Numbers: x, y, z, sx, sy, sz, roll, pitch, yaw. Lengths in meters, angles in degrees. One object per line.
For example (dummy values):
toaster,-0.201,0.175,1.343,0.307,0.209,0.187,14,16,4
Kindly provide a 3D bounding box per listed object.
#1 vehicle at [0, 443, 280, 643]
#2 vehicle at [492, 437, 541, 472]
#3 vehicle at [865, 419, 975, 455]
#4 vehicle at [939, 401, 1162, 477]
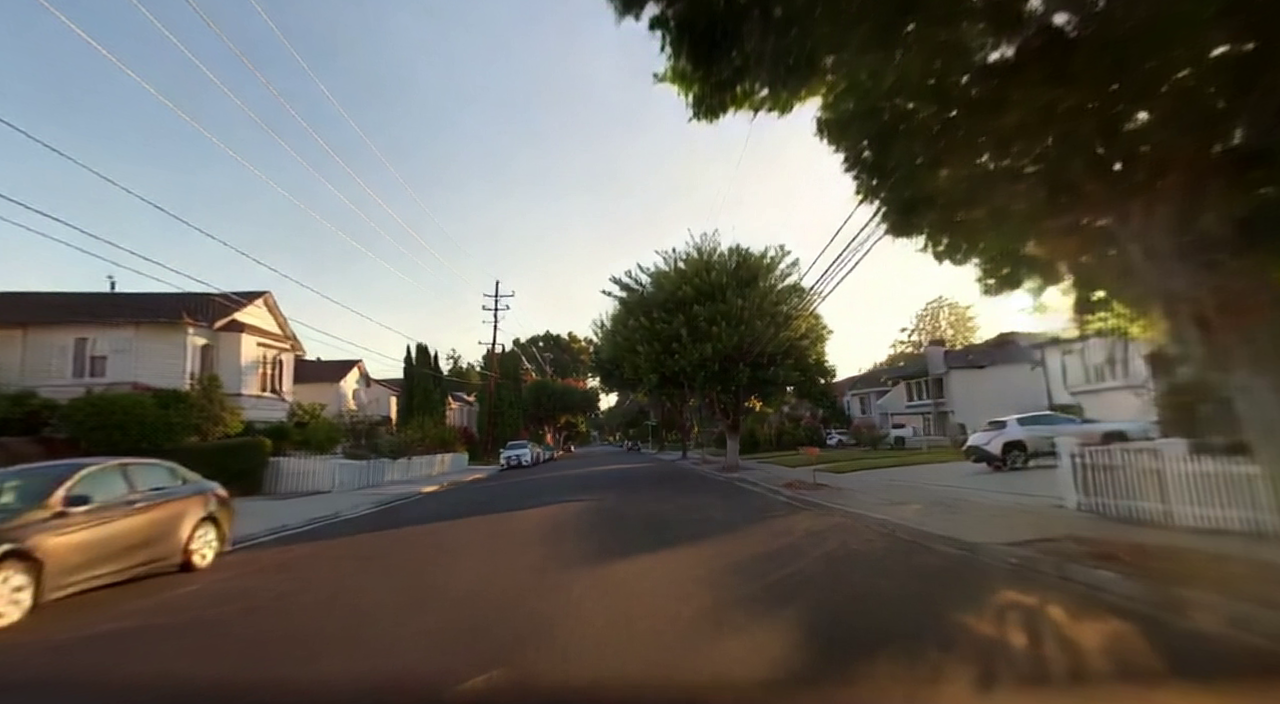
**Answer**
vehicle,-6.328,1.884,6.924,1.954,1.551,5.128,-3,-7,-2
vehicle,-7.738,6.507,40.144,2.240,1.940,5.429,-2,-9,-3
vehicle,14.587,4.462,33.092,4.842,1.728,1.875,1,-9,-1
vehicle,10.536,2.346,16.572,4.293,1.657,1.961,-4,-12,6
